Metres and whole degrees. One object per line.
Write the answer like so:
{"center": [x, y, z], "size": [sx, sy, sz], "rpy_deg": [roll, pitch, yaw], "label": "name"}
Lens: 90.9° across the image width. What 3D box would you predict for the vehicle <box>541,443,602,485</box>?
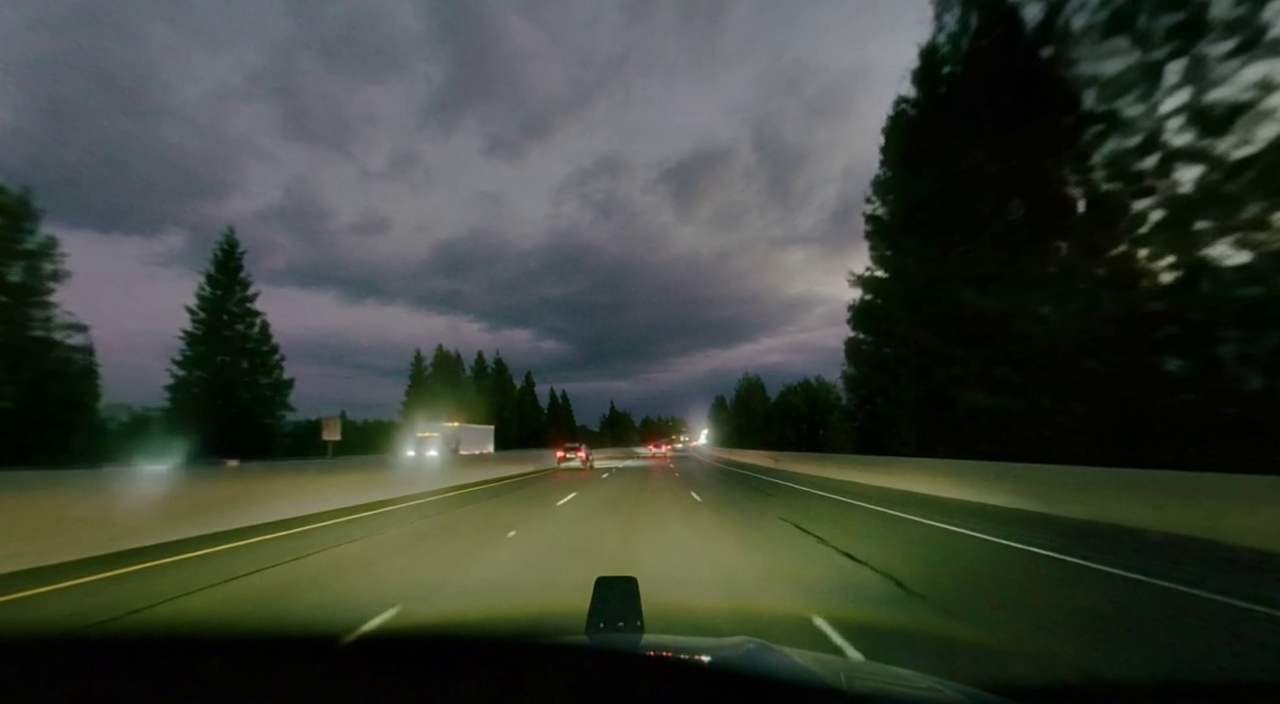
{"center": [-2.767, 4.657, 26.450], "size": [1.959, 1.571, 4.313], "rpy_deg": [-1, -9, 2], "label": "vehicle"}
